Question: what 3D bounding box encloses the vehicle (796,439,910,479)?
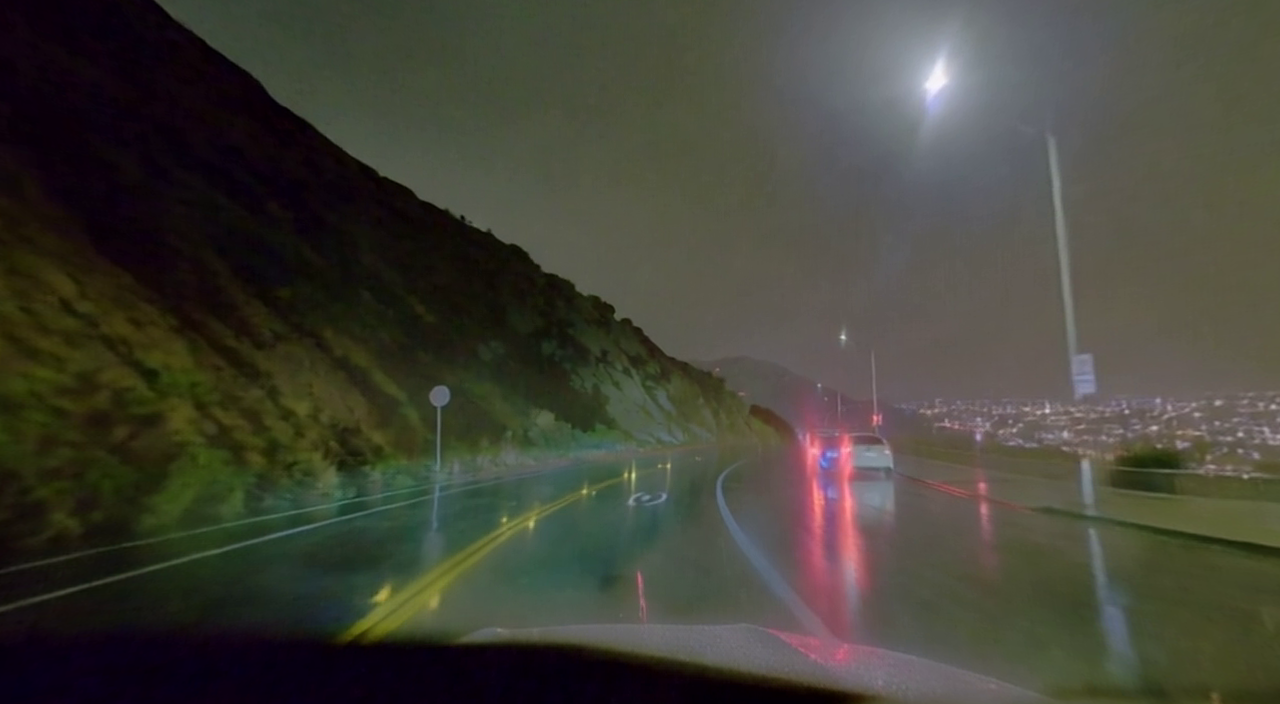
[{"bbox_3d":[9.435,4.666,27.867,4.963,1.585,2.155,6,-8,-33],"label":"vehicle"}]
